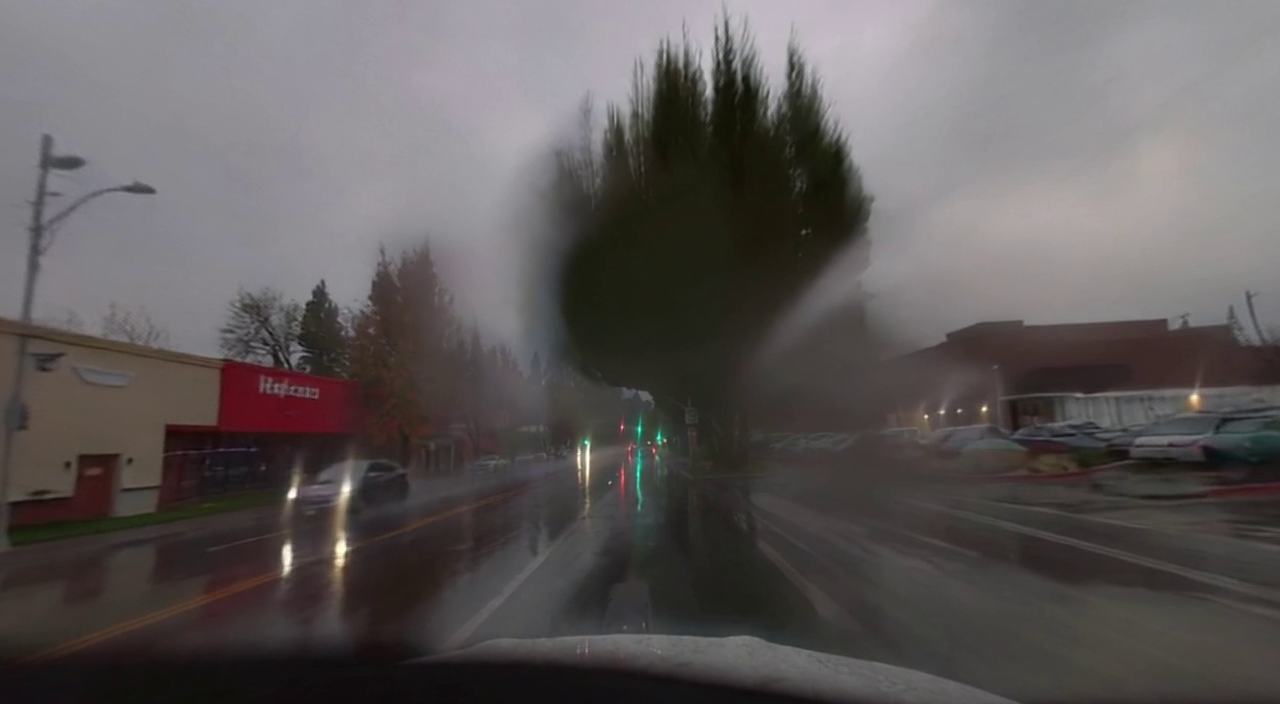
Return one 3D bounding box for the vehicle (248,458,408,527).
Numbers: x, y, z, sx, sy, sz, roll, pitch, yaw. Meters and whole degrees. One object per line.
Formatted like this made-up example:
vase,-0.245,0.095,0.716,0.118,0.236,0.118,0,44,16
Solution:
vehicle,-8.119,3.663,16.964,1.925,1.502,4.359,-1,-9,2
